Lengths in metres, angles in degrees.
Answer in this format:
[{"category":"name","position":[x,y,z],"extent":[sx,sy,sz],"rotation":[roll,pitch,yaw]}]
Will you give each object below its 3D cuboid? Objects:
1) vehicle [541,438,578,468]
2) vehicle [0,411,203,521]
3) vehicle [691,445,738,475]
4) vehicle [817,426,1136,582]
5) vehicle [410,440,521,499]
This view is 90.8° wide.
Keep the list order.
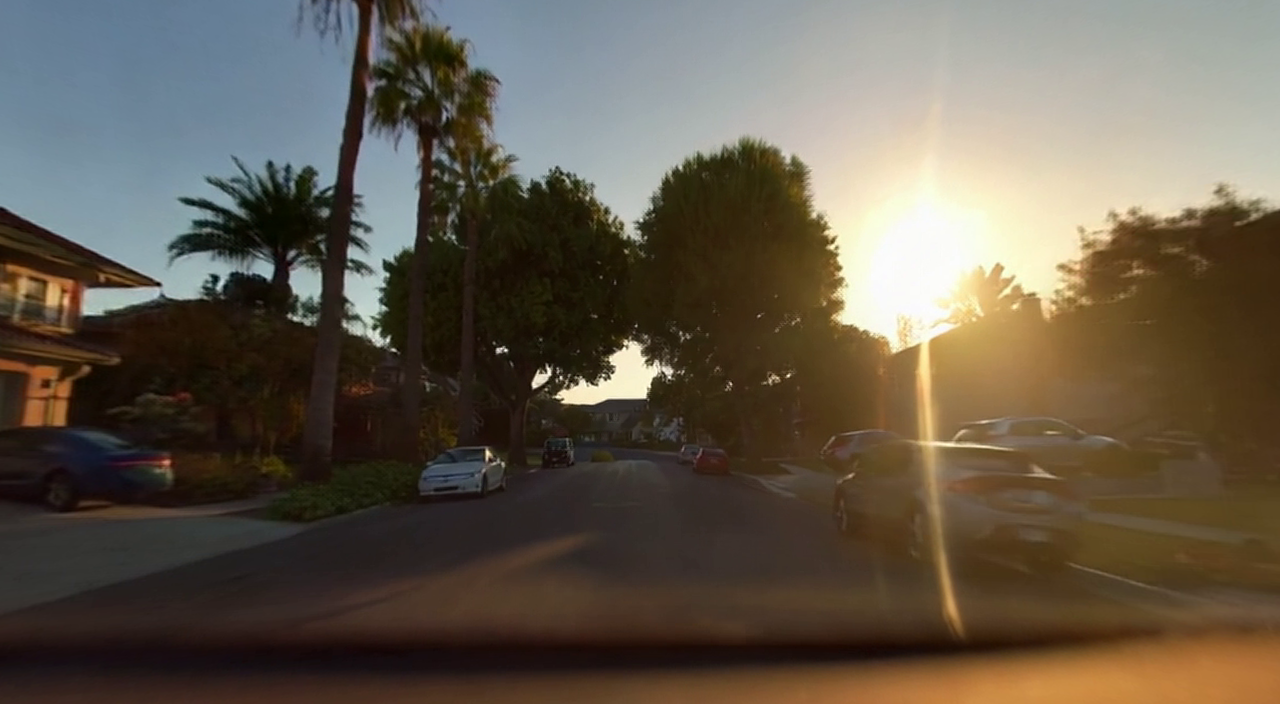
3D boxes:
[{"category":"vehicle","position":[-5.422,6.693,42.155],"extent":[2.106,1.914,4.363],"rotation":[2,-8,-11]},{"category":"vehicle","position":[-10.974,1.997,11.635],"extent":[4.314,1.594,1.852],"rotation":[5,-8,-1]},{"category":"vehicle","position":[3.889,5.710,33.693],"extent":[1.867,1.480,4.678],"rotation":[0,-8,0]},{"category":"vehicle","position":[4.012,1.858,8.544],"extent":[1.987,1.567,4.112],"rotation":[0,-8,-1]},{"category":"vehicle","position":[-4.820,3.357,18.252],"extent":[2.080,1.479,4.531],"rotation":[0,-10,-2]}]
